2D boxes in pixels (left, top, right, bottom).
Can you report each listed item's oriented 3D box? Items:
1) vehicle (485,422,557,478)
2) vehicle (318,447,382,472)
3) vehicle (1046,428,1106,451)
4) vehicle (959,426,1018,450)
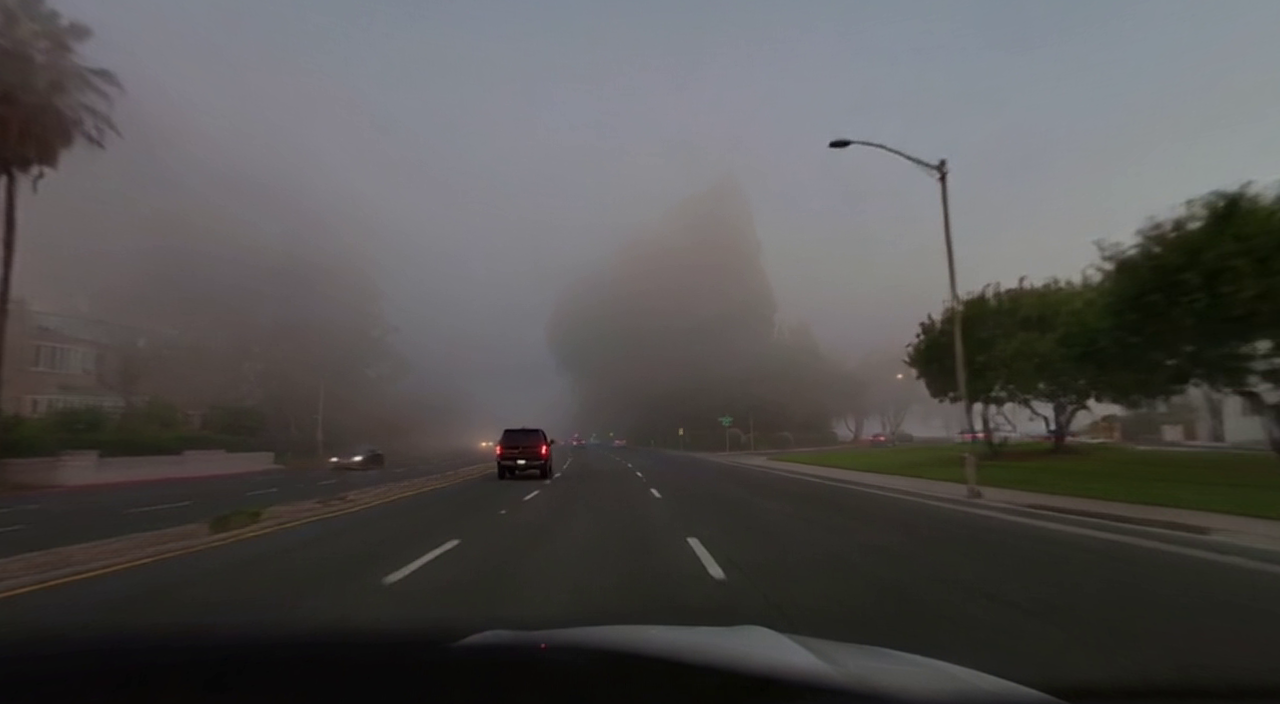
[{"bbox_3d":[-5.111,4.342,27.921,2.507,2.161,6.049,1,-9,-5],"label":"vehicle"},{"bbox_3d":[-18.064,6.705,39.342,2.030,1.459,4.695,1,-9,-4],"label":"vehicle"},{"bbox_3d":[29.977,6.015,43.137,4.384,1.501,2.020,7,-11,-37],"label":"vehicle"},{"bbox_3d":[26.418,6.531,47.521,4.520,1.746,2.295,7,-11,-40],"label":"vehicle"}]
